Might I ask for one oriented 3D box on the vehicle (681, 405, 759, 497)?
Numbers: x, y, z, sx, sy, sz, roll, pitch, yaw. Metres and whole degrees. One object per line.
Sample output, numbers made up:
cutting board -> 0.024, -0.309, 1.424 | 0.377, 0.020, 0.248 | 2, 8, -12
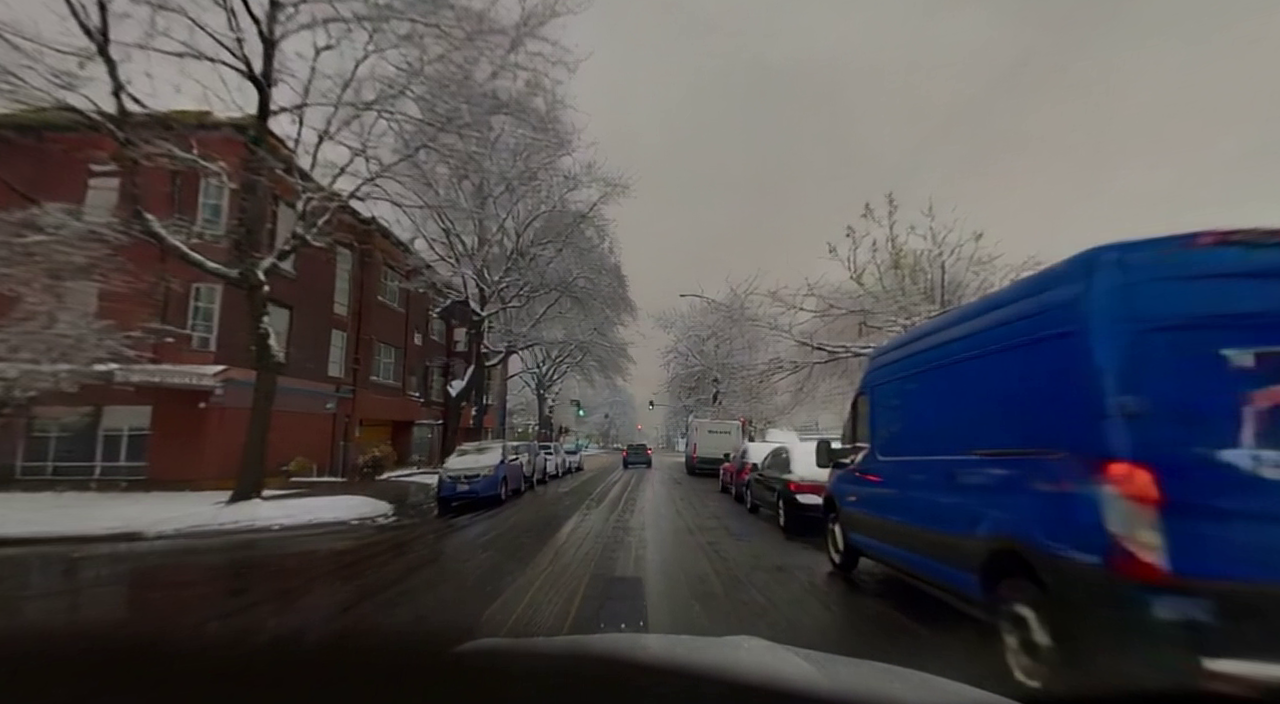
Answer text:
vehicle -> 2.998, 3.710, 25.219 | 2.489, 3.082, 6.627 | 0, -4, 2

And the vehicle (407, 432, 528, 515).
vehicle -> -4.262, 3.017, 16.308 | 1.951, 1.662, 4.046 | 0, -4, 1

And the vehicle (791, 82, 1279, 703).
vehicle -> 3.070, 0.793, 5.043 | 2.245, 2.843, 5.762 | 0, -8, 0

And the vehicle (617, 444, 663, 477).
vehicle -> 0.050, 5.296, 30.927 | 2.095, 1.510, 3.605 | 0, -8, 2
